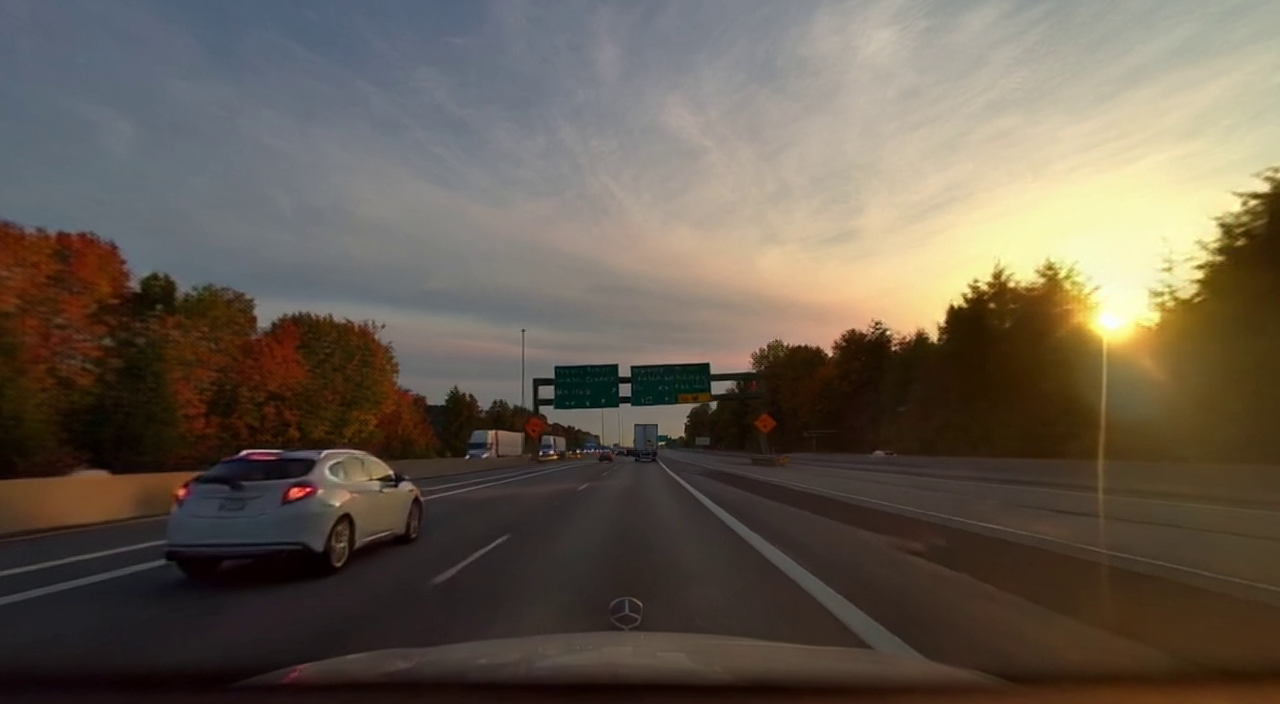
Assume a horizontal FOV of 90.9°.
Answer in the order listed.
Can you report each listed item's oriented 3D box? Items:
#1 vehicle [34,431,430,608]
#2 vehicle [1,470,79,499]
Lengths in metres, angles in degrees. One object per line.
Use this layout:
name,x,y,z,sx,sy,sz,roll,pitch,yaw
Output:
vehicle,-4.186,1.741,7.481,1.945,1.488,4.043,0,-9,1
vehicle,-41.030,9.013,43.248,1.836,1.680,4.531,2,-9,-15
